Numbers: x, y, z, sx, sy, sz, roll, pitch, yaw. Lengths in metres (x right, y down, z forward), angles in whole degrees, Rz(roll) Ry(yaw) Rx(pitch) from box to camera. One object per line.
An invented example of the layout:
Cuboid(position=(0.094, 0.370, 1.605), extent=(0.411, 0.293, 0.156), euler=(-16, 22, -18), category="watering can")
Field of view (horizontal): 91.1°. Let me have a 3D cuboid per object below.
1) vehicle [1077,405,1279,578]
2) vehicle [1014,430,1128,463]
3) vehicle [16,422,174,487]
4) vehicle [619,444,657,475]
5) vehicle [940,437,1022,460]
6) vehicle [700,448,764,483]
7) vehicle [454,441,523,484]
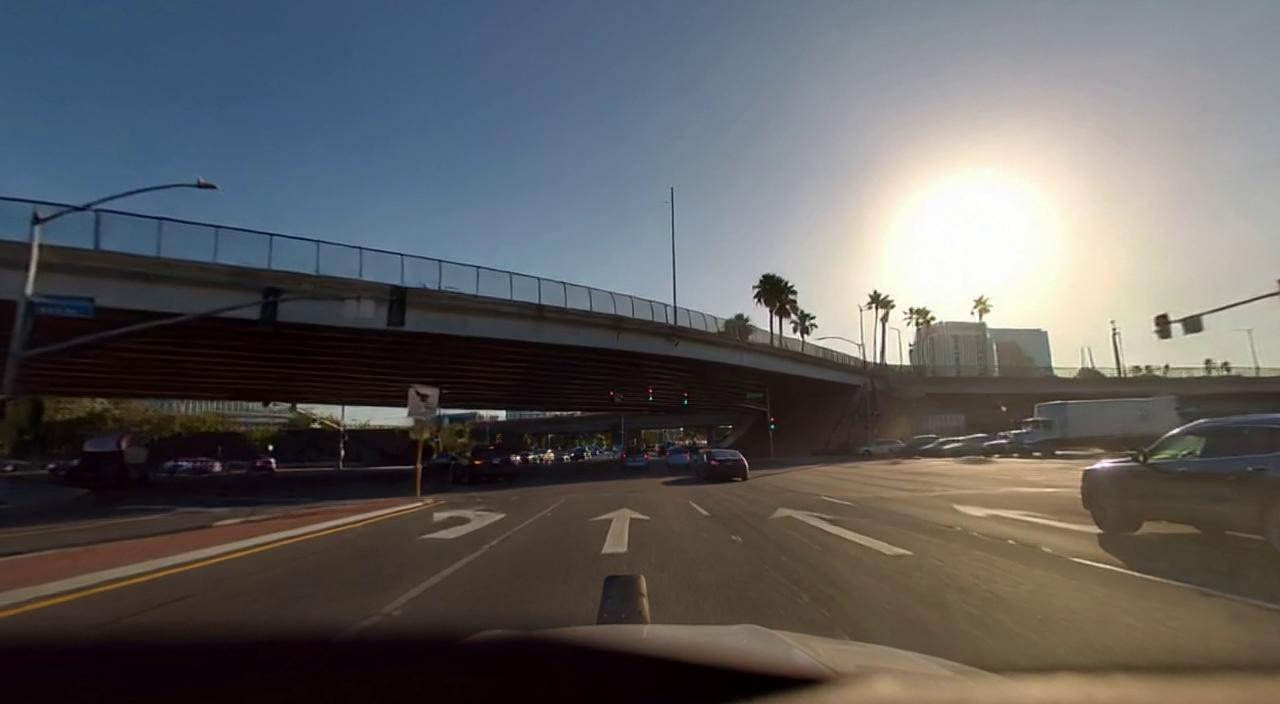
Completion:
Cuboid(position=(7.148, 1.441, 6.688), extent=(1.964, 1.647, 4.114), euler=(0, -9, 0), category="vehicle")
Cuboid(position=(24.422, 5.403, 35.796), extent=(4.835, 1.536, 1.984), euler=(-6, -11, 14), category="vehicle")
Cuboid(position=(-37.228, 6.950, 42.963), extent=(9.093, 4.049, 3.094), euler=(-1, -9, 14), category="vehicle")
Cuboid(position=(-0.141, 6.399, 37.621), extent=(2.172, 1.694, 4.055), euler=(0, -9, 0), category="vehicle")
Cuboid(position=(23.338, 6.631, 43.179), extent=(4.547, 1.527, 1.890), euler=(-2, -9, 15), category="vehicle")
Cuboid(position=(3.918, 4.904, 27.385), extent=(2.156, 1.404, 4.120), euler=(0, -9, 0), category="vehicle")
Cuboid(position=(-8.011, 5.701, 32.810), extent=(2.485, 2.012, 5.498), euler=(4, -9, -23), category="vehicle")
